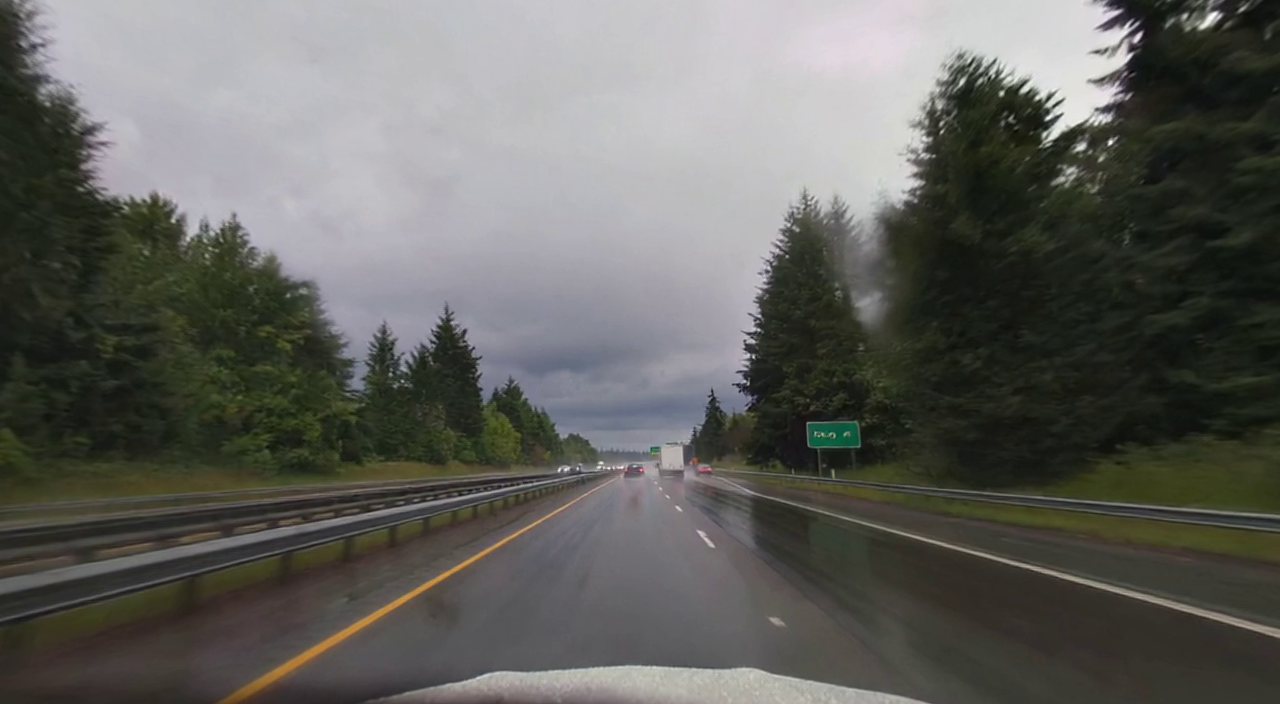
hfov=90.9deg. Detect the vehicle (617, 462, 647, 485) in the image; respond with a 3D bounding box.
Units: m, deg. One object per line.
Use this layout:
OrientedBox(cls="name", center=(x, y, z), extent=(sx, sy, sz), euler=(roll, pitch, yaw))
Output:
OrientedBox(cls="vehicle", center=(-0.549, 8.454, 43.977), extent=(2.025, 1.452, 3.927), euler=(1, -10, 0))
